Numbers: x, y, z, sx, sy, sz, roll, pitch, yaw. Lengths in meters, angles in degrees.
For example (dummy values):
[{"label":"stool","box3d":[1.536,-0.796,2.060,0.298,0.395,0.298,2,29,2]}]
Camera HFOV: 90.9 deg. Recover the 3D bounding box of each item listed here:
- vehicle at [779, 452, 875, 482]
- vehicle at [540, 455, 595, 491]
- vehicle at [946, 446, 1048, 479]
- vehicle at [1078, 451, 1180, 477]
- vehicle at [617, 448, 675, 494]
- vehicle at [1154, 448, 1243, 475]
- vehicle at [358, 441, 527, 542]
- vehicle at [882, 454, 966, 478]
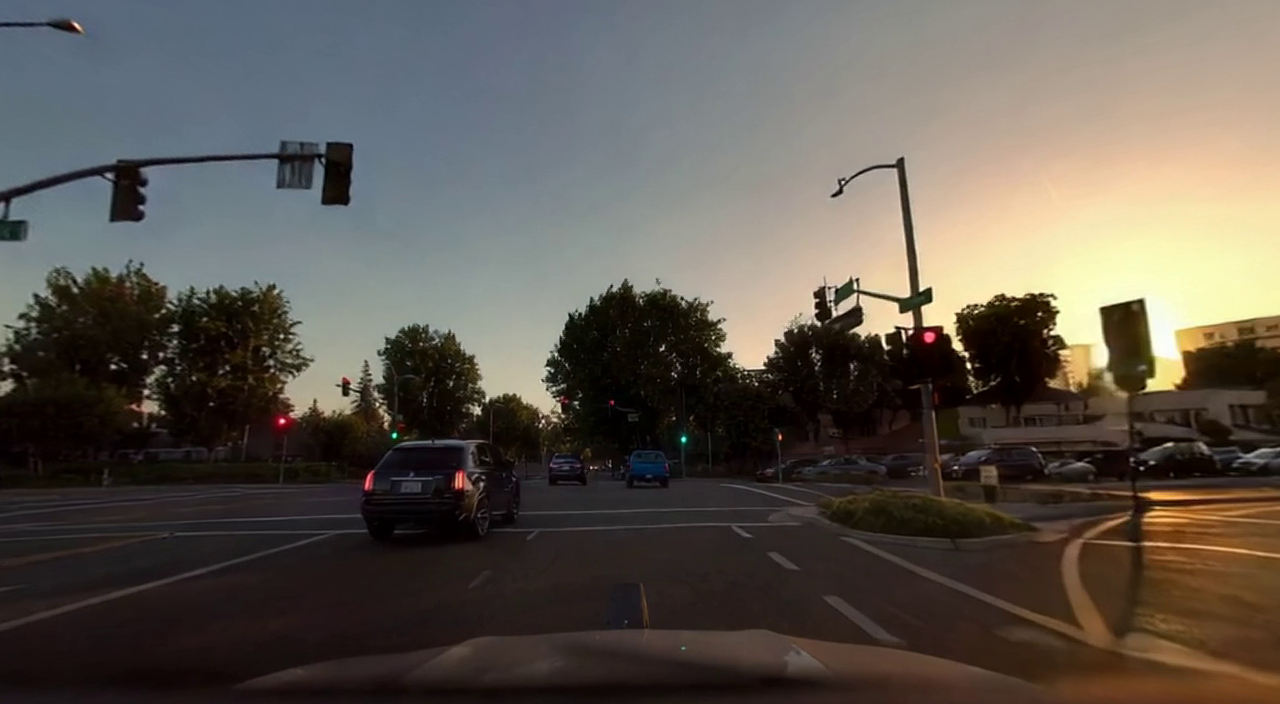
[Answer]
[{"label":"vehicle","box3d":[10.936,6.810,37.060,4.875,1.473,2.077,-2,-12,-2]},{"label":"vehicle","box3d":[-3.402,5.749,30.270,2.013,1.474,4.393,0,-8,1]},{"label":"vehicle","box3d":[21.010,6.533,37.228,4.585,1.681,2.140,-3,-10,0]},{"label":"vehicle","box3d":[28.928,6.647,37.388,4.365,1.448,1.928,0,-8,1]},{"label":"vehicle","box3d":[0.249,4.770,25.606,2.163,1.678,3.846,0,-8,1]},{"label":"vehicle","box3d":[39.776,7.804,44.944,4.580,1.807,1.967,0,-8,-3]},{"label":"vehicle","box3d":[-3.362,2.408,11.512,1.960,1.528,3.490,0,-8,0]},{"label":"vehicle","box3d":[18.419,7.413,41.027,4.478,1.495,2.063,0,-8,0]}]
